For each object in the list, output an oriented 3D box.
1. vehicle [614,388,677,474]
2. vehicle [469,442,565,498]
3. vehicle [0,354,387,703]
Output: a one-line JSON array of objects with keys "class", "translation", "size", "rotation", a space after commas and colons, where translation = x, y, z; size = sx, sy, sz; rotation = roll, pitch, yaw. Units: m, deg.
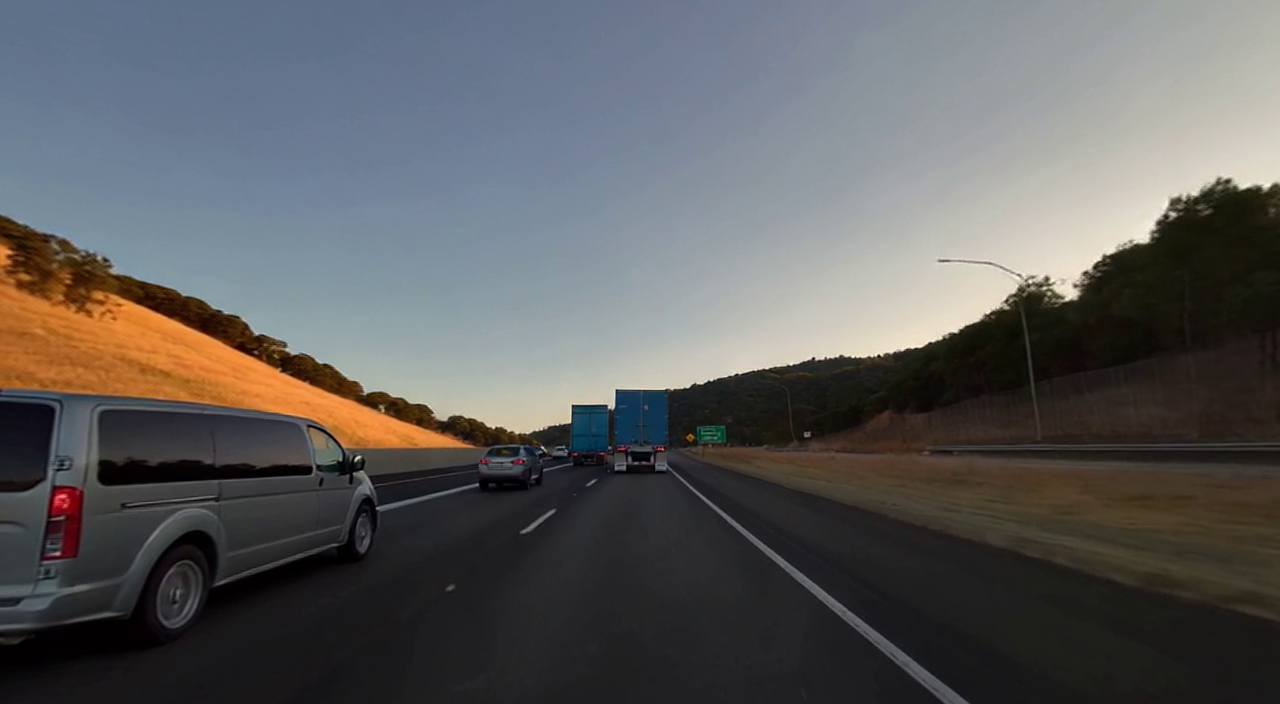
[{"class": "vehicle", "translation": [0.391, 4.496, 35.039], "size": [2.913, 3.988, 10.874], "rotation": [0, -8, 1]}, {"class": "vehicle", "translation": [-3.513, 3.425, 18.808], "size": [1.950, 1.446, 4.224], "rotation": [0, -8, 1]}, {"class": "vehicle", "translation": [-4.146, 1.196, 5.017], "size": [2.136, 1.779, 4.875], "rotation": [0, -8, 1]}]
